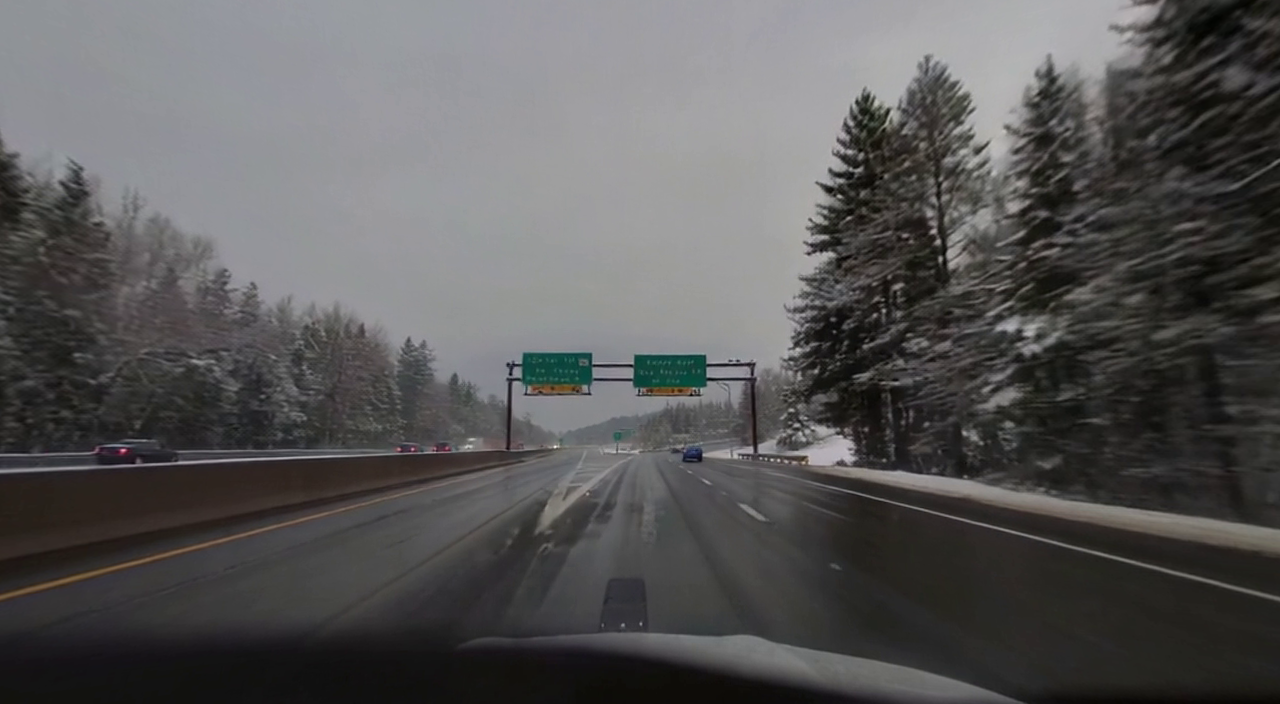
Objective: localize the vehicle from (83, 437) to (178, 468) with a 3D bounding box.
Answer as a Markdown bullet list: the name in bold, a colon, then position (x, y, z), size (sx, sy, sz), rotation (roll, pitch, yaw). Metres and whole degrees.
- **vehicle**: position (-32.687, 6.450, 40.691), size (2.168, 1.824, 4.932), rotation (0, -8, -3)
